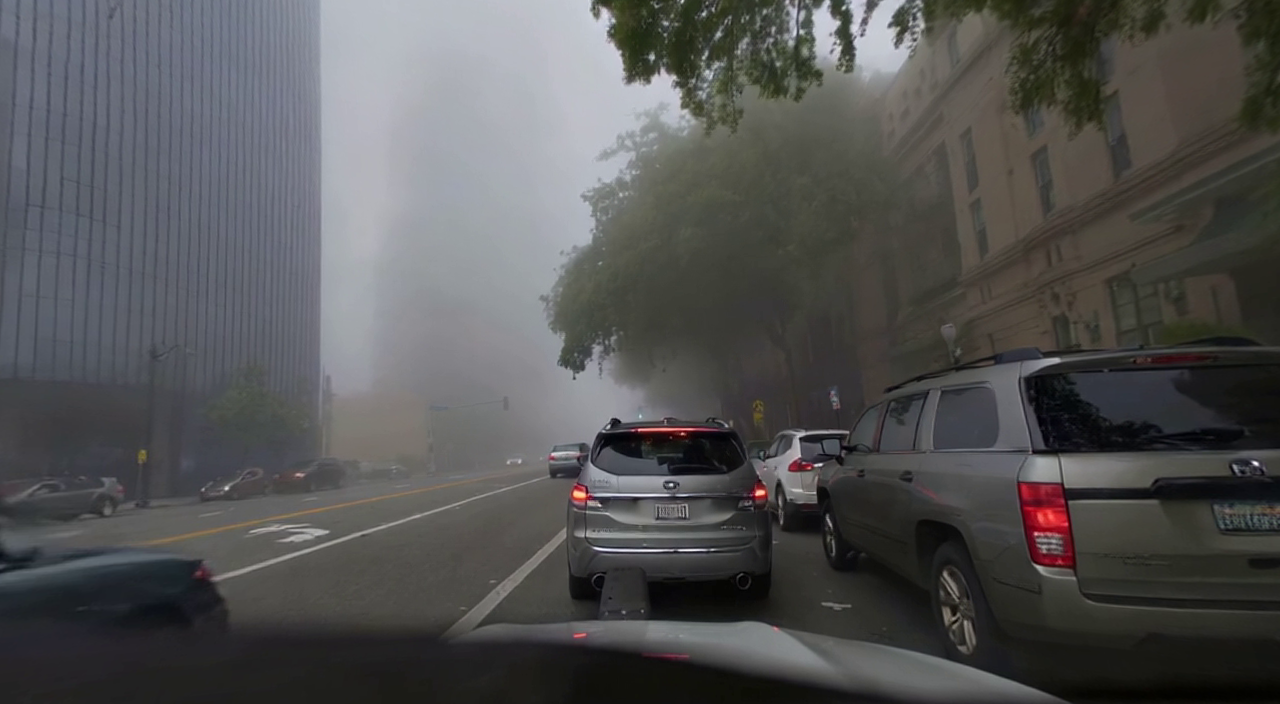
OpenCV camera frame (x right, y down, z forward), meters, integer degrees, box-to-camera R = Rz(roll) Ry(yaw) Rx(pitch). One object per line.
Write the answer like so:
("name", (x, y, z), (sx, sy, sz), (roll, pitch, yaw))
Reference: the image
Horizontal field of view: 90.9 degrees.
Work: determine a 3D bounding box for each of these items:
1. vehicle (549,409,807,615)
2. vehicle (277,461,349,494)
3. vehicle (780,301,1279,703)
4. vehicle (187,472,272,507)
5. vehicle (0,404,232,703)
("vehicle", (0.238, 1.539, 6.866), (2.045, 1.608, 3.573), (0, -9, -2))
("vehicle", (-19.371, 7.430, 37.601), (2.068, 1.729, 4.135), (0, -9, 0))
("vehicle", (2.746, 1.066, 4.917), (2.117, 1.855, 4.794), (0, -9, -1))
("vehicle", (-22.643, 7.572, 35.007), (1.854, 1.419, 4.318), (-7, -8, 0))
("vehicle", (-3.072, 0.715, 0.687), (2.088, 1.483, 4.708), (0, -9, 0))
